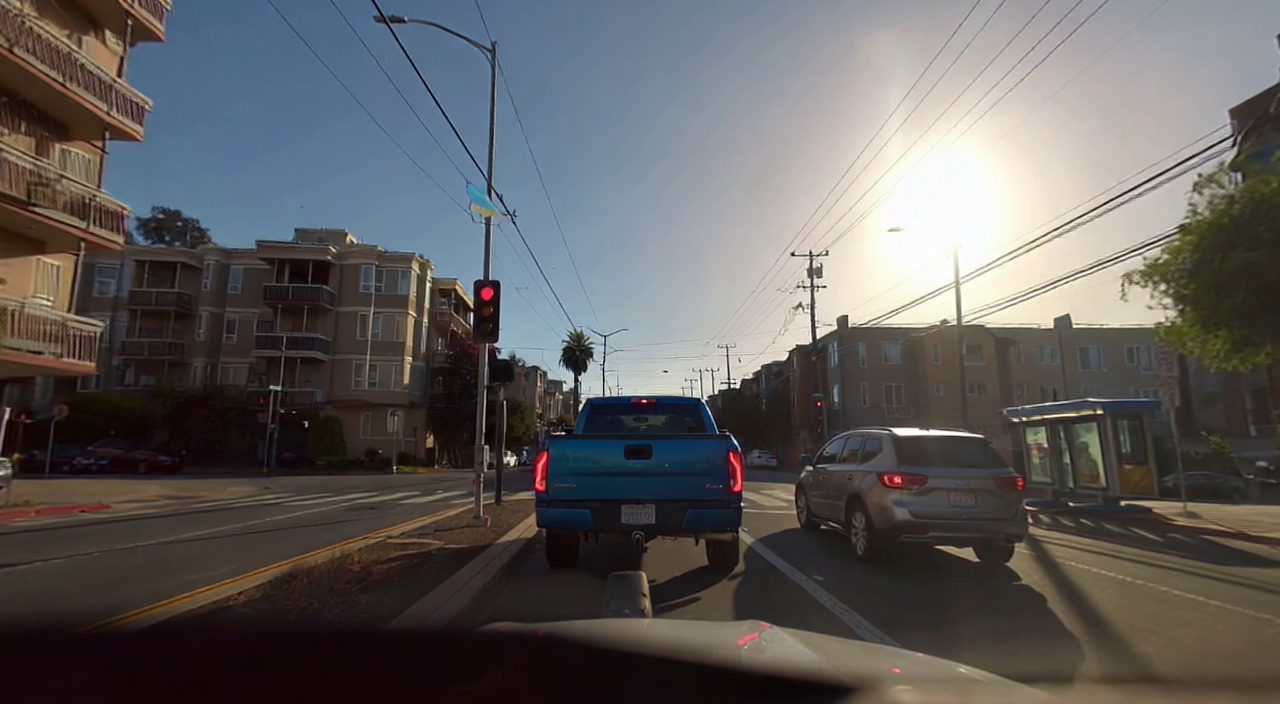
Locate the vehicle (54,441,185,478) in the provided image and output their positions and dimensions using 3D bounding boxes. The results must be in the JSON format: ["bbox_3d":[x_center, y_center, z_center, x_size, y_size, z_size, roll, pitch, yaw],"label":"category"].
[{"bbox_3d":[-24.860,5.135,30.199,4.563,1.692,1.778,0,-8,-2],"label":"vehicle"}]

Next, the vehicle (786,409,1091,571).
[{"bbox_3d":[3.838,1.862,9.362,2.131,1.759,4.762,0,-8,-1],"label":"vehicle"}]

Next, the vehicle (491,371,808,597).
[{"bbox_3d":[0.109,1.518,8.086,2.738,1.959,5.070,0,-8,1],"label":"vehicle"}]

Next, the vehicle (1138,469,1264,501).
[{"bbox_3d":[26.400,6.267,29.780,4.071,1.388,1.884,0,-8,1],"label":"vehicle"}]

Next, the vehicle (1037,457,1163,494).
[{"bbox_3d":[21.771,5.845,29.966,4.498,1.618,1.843,0,-8,0],"label":"vehicle"}]
